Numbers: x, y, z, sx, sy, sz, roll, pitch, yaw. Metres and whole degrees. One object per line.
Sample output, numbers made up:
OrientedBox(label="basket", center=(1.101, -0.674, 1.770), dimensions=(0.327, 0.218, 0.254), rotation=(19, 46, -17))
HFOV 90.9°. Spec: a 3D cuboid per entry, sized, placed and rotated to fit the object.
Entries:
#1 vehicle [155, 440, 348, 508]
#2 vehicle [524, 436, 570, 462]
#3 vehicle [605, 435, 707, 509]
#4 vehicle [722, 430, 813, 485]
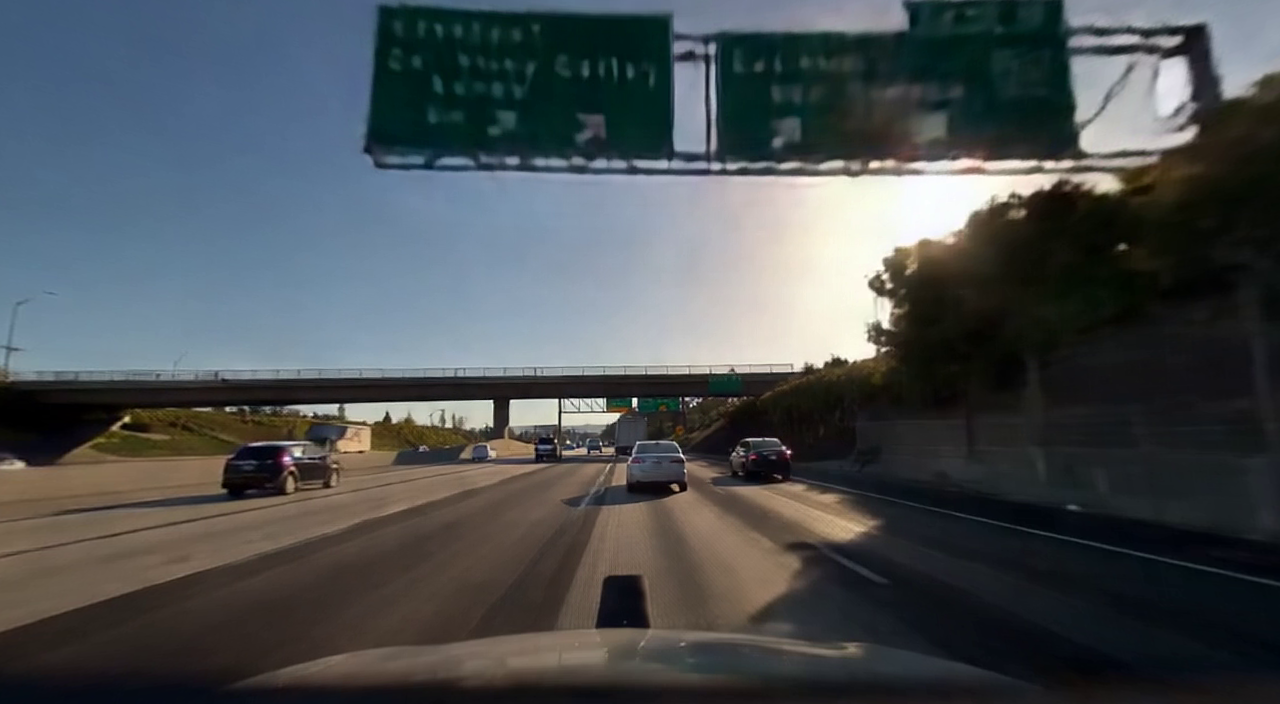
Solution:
OrientedBox(label="vehicle", center=(-10.034, 3.153, 16.903), dimensions=(2.019, 1.510, 4.992), rotation=(0, -8, 0))
OrientedBox(label="vehicle", center=(-6.989, 7.372, 47.989), dimensions=(2.486, 1.856, 6.310), rotation=(0, -8, 0))
OrientedBox(label="vehicle", center=(0.251, 2.724, 14.779), dimensions=(2.042, 1.446, 4.269), rotation=(0, -8, -2))
OrientedBox(label="vehicle", center=(4.304, 3.634, 22.074), dimensions=(2.100, 1.707, 4.342), rotation=(0, -8, -3))
